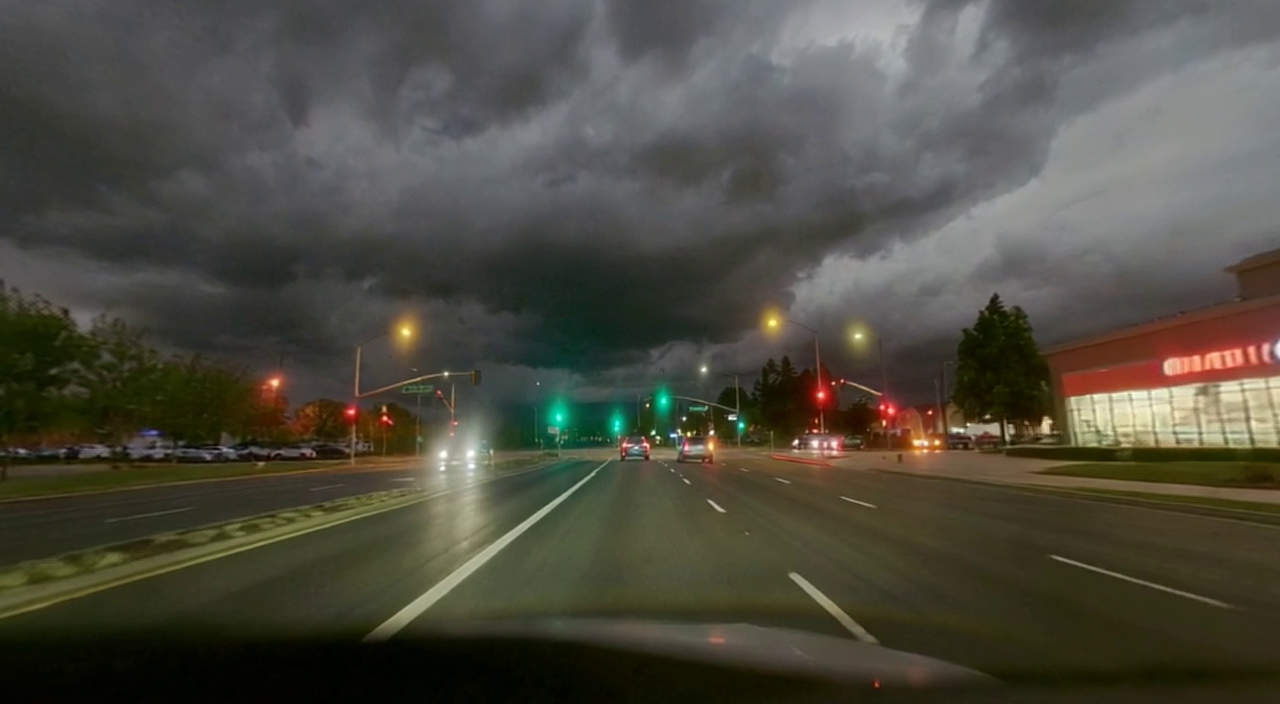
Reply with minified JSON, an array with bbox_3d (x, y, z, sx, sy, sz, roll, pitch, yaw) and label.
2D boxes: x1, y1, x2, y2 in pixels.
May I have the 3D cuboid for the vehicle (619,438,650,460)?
[{"bbox_3d":[-0.339,6.805,44.225,2.035,1.474,3.779,0,-9,1],"label":"vehicle"}]

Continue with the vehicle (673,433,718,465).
[{"bbox_3d":[3.094,5.549,36.245,2.103,1.726,4.385,0,-9,-1],"label":"vehicle"}]

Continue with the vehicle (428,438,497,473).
[{"bbox_3d":[-8.295,4.857,29.871,1.969,1.526,4.261,0,-9,1],"label":"vehicle"}]
